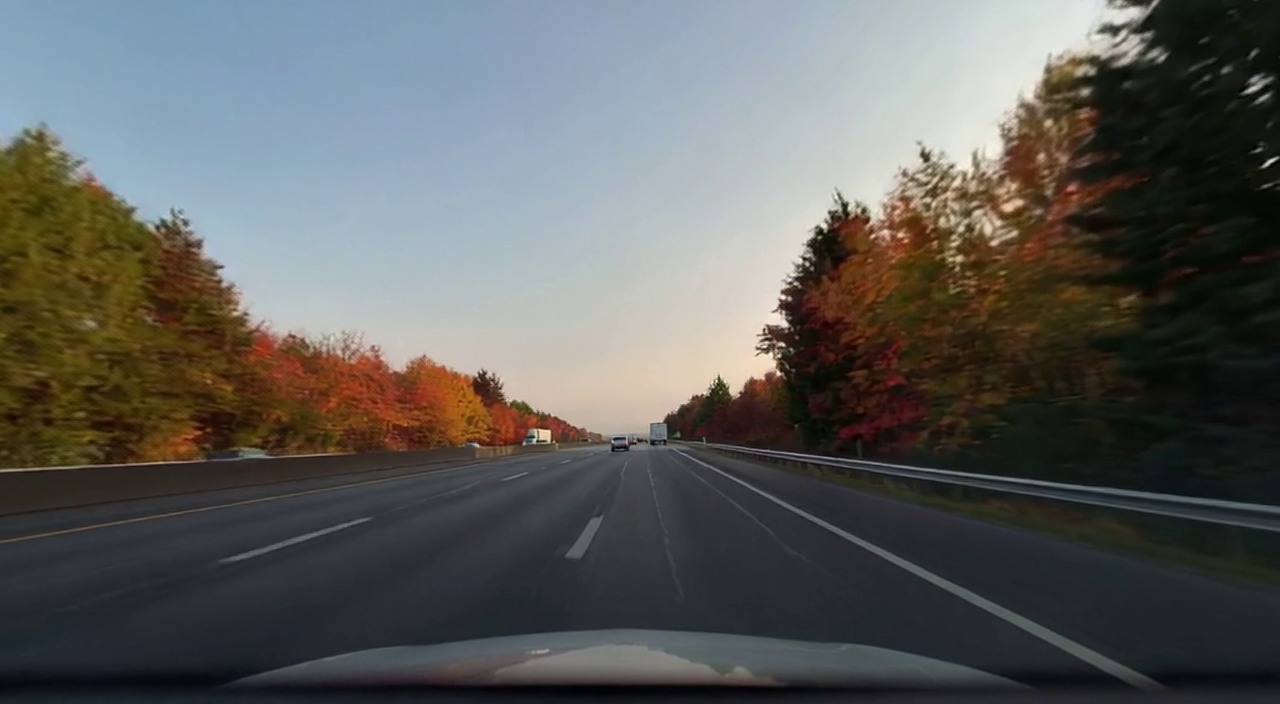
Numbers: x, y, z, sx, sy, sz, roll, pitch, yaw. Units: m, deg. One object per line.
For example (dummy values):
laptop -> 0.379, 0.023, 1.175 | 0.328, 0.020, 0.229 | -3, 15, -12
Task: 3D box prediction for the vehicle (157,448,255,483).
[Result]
vehicle -> -19.979, 5.210, 29.110 | 1.705, 1.454, 3.858 | -1, -8, 1
